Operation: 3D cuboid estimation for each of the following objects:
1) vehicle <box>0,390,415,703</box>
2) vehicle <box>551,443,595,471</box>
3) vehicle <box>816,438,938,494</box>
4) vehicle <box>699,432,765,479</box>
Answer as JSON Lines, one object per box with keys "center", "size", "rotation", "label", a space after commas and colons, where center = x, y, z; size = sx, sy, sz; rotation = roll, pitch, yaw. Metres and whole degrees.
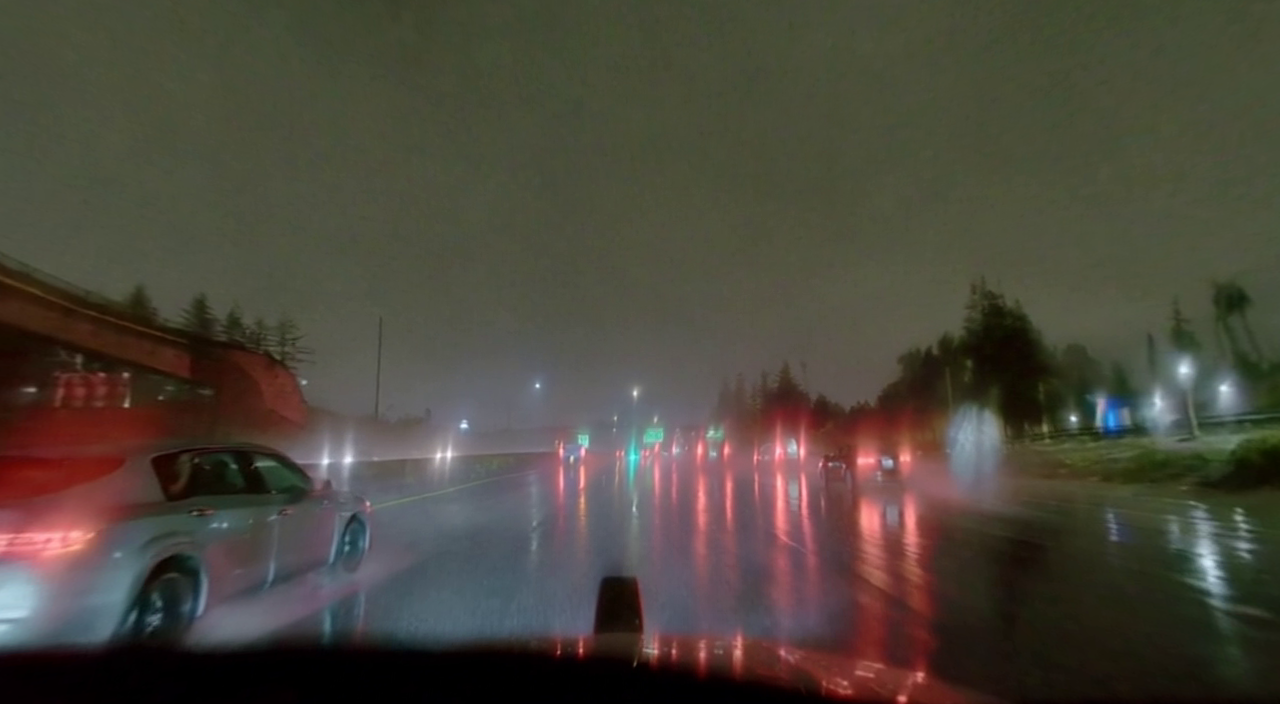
{"center": [-3.598, 1.241, 4.852], "size": [1.997, 1.476, 4.703], "rotation": [0, -9, 0], "label": "vehicle"}
{"center": [-3.736, 5.924, 35.882], "size": [2.047, 1.464, 4.387], "rotation": [0, -9, 0], "label": "vehicle"}
{"center": [6.989, 3.406, 19.194], "size": [1.989, 1.472, 4.322], "rotation": [0, -9, -1], "label": "vehicle"}
{"center": [3.704, 4.280, 26.245], "size": [2.072, 1.761, 4.242], "rotation": [0, -9, 0], "label": "vehicle"}
